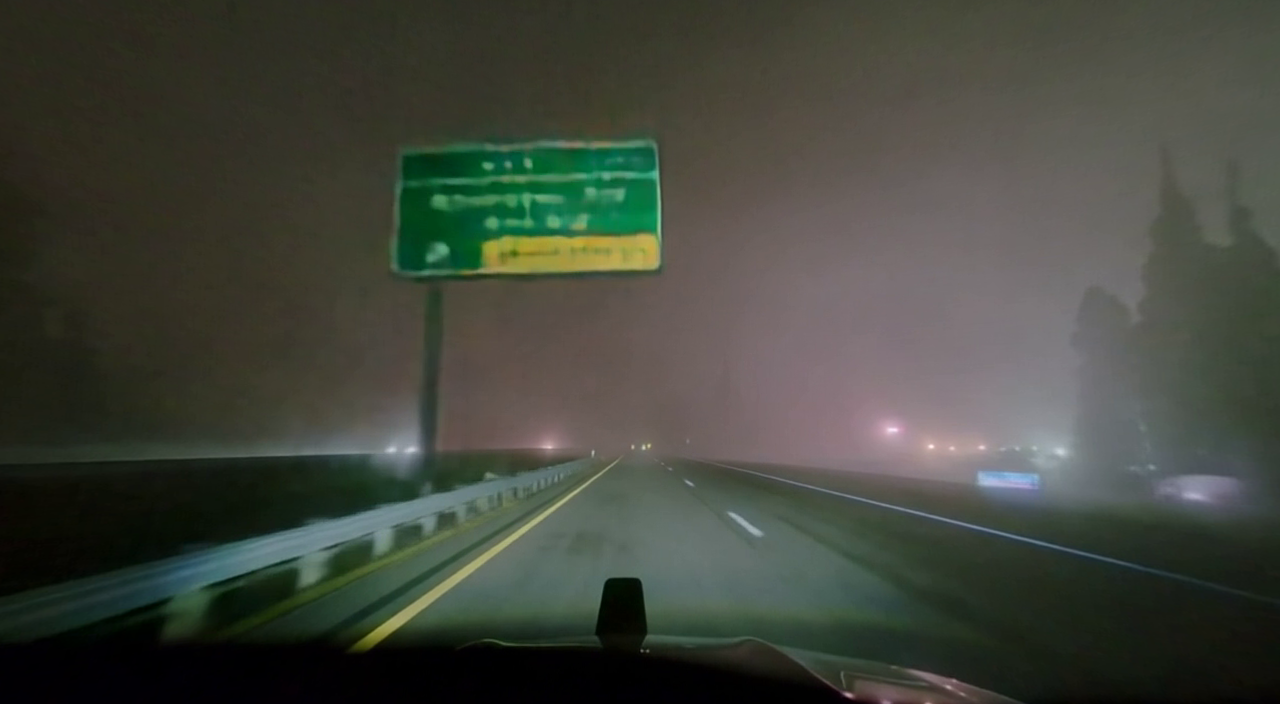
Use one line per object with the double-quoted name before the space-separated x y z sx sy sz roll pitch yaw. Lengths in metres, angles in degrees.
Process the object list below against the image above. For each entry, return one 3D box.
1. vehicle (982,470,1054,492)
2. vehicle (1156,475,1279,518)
"vehicle" 28.822 9.833 48.257 4.599 1.466 1.982 -4 -9 28
"vehicle" 29.184 7.149 31.492 4.895 1.819 2.060 -5 -10 32
